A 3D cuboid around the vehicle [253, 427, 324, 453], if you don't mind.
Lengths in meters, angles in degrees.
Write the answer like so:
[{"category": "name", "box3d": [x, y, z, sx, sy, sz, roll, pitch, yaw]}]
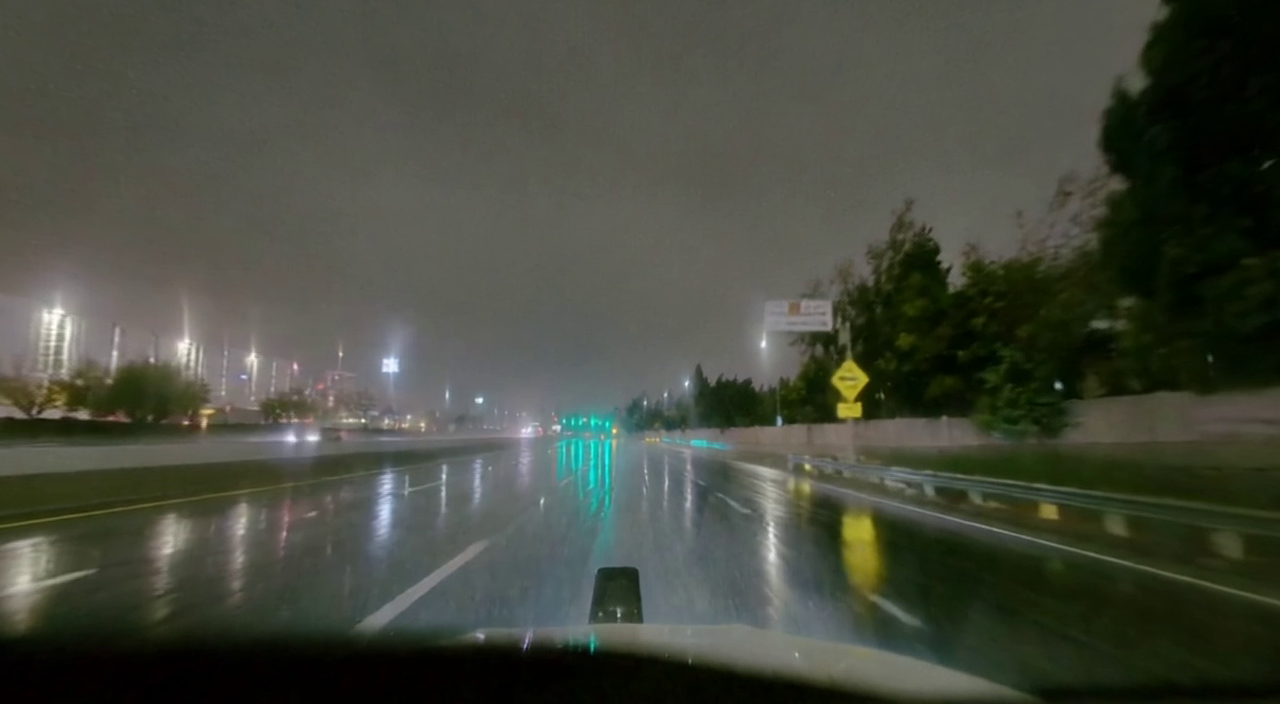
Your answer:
[{"category": "vehicle", "box3d": [-21.457, 5.407, 38.629, 1.826, 1.483, 4.553, 0, -8, -1]}]
